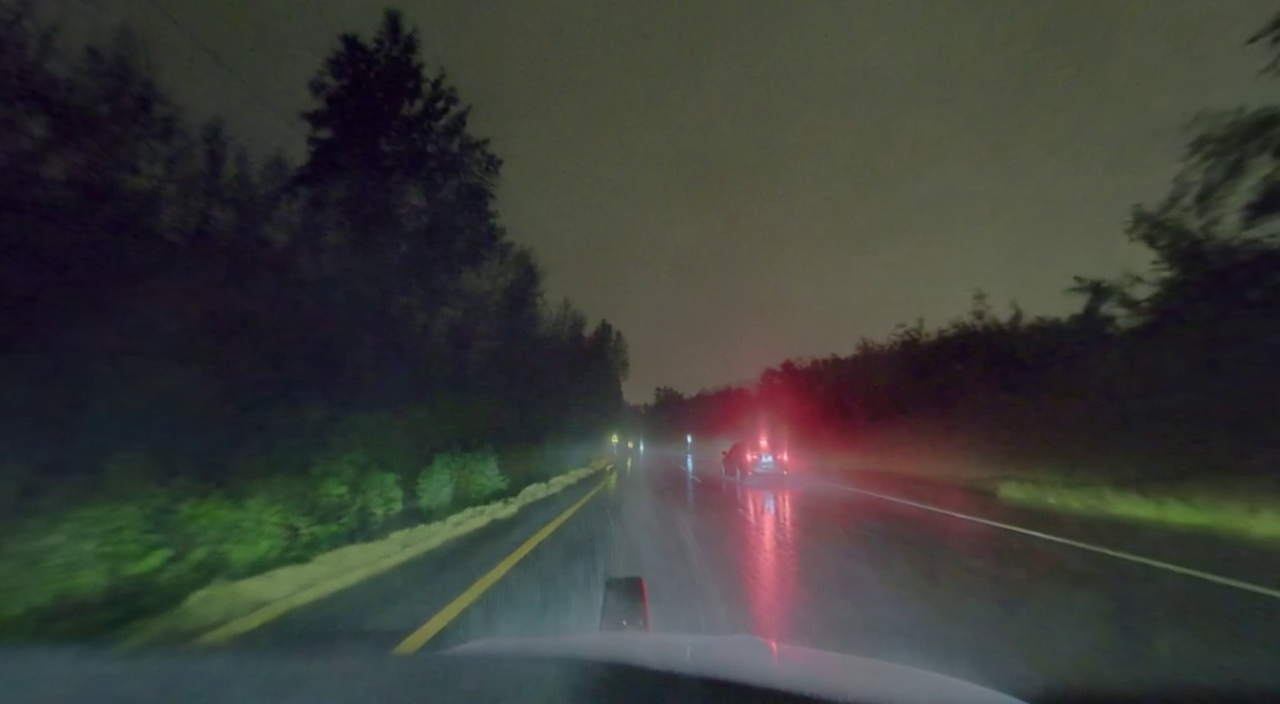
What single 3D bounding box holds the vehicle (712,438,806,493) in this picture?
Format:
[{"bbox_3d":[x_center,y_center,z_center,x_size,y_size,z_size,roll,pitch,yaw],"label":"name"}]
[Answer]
[{"bbox_3d":[3.464,3.414,19.318,2.003,1.466,4.441,0,-8,0],"label":"vehicle"}]
